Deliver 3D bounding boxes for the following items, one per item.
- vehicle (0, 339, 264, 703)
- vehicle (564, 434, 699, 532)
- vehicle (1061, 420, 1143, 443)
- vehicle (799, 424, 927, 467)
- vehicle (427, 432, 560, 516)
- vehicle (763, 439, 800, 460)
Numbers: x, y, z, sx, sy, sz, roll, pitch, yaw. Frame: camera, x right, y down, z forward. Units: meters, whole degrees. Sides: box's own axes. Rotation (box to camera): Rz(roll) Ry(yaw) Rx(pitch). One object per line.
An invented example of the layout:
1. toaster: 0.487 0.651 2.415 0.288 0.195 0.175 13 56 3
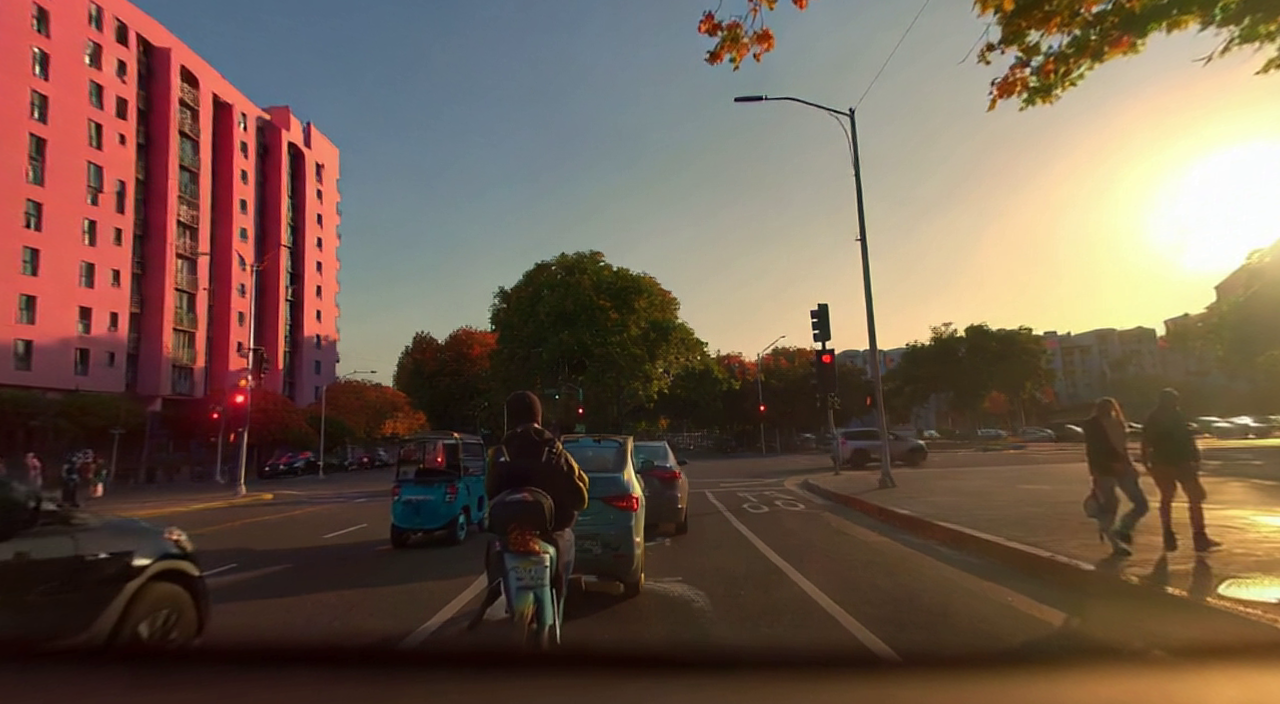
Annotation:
1. vehicle: -3.621 0.755 1.841 2.000 1.809 4.855 0 -9 0
2. vehicle: -0.097 2.294 11.606 2.025 1.458 4.085 -1 -9 1
3. vehicle: 30.817 5.339 42.123 1.751 1.420 4.027 8 -12 -43
4. vehicle: 10.111 4.292 28.896 5.226 1.840 2.016 -3 -9 18
5. vehicle: -3.125 2.705 14.420 1.935 1.615 4.073 -1 -9 2
6. vehicle: 10.231 7.086 45.997 1.862 1.456 4.661 -1 -9 3
